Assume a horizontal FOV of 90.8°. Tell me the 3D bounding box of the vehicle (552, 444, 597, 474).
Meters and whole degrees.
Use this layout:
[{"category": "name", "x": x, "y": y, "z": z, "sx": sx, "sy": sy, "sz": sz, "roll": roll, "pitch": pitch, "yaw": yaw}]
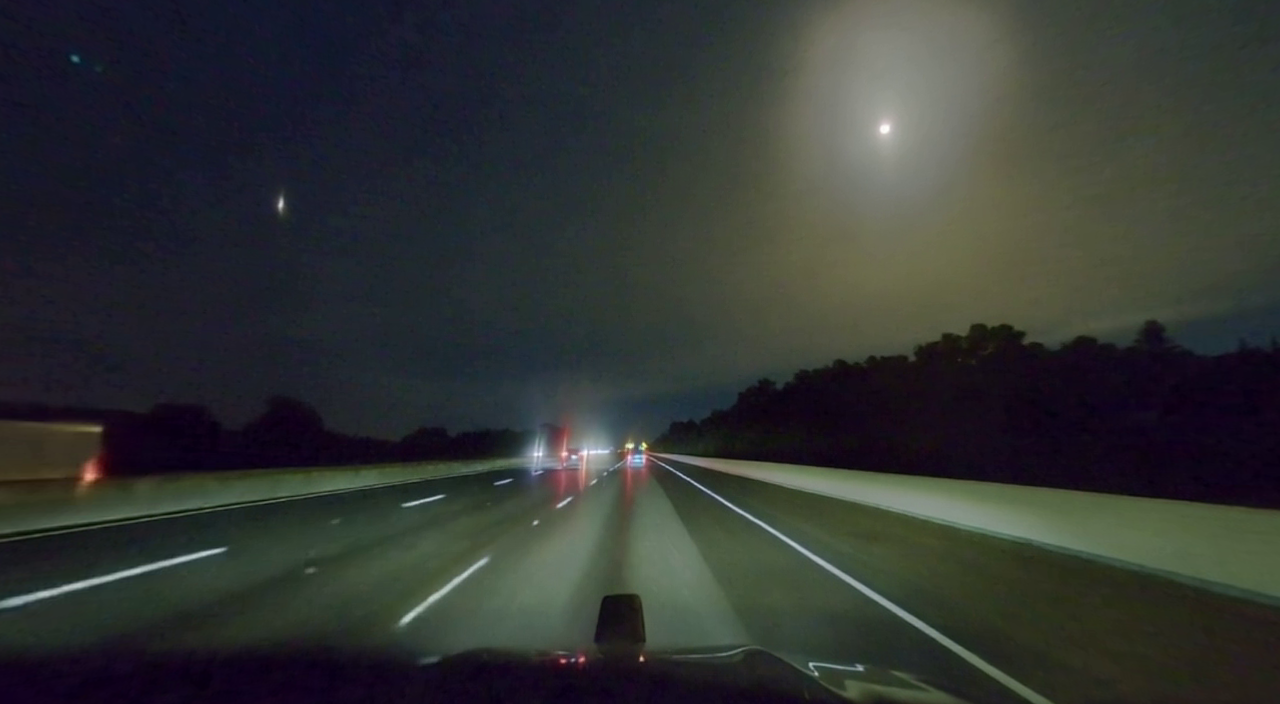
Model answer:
[{"category": "vehicle", "x": -4.188, "y": 6.938, "z": 41.150, "sx": 2.272, "sy": 1.759, "sz": 5.058, "roll": 0, "pitch": -9, "yaw": 1}]
